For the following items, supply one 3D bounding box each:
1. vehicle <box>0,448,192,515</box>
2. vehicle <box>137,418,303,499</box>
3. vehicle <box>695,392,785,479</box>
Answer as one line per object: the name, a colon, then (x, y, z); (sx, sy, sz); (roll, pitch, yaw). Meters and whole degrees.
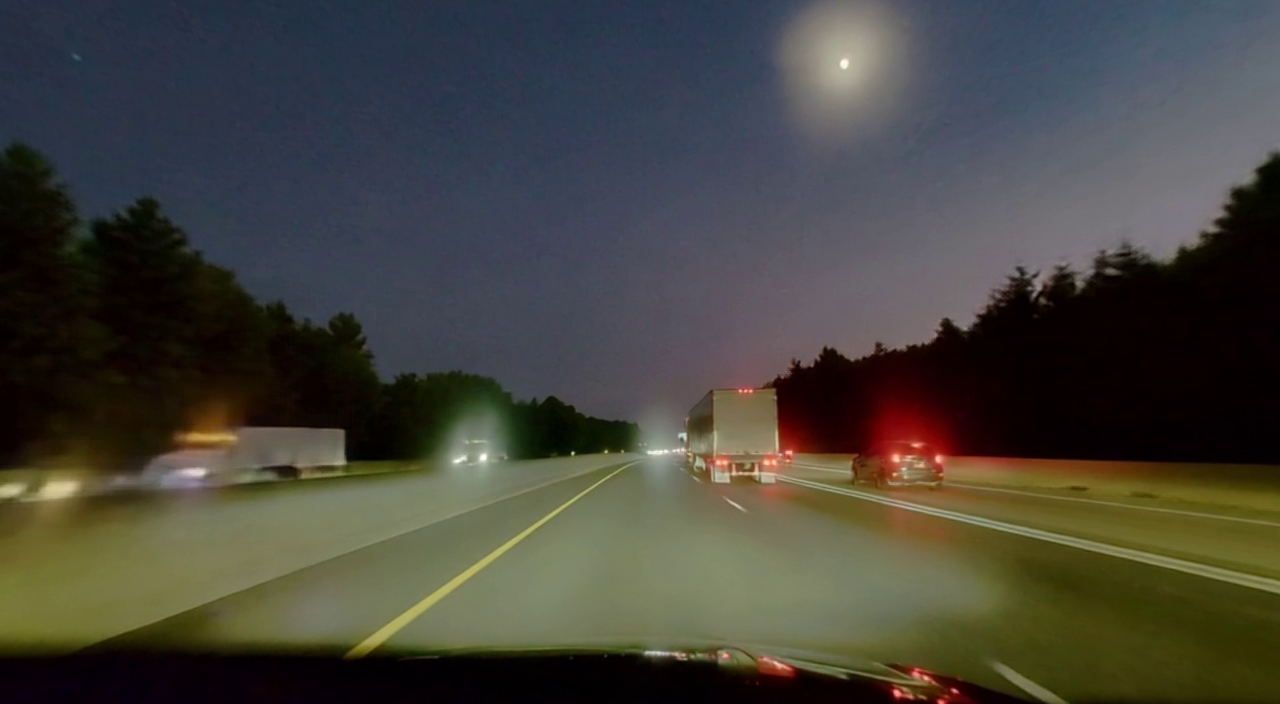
vehicle: (-15.645, 3.626, 18.217); (2.040, 1.659, 4.491); (0, -9, 0)
vehicle: (-15.666, 4.008, 24.061); (2.493, 2.709, 5.288); (0, -9, 1)
vehicle: (5.160, 4.888, 35.864); (2.859, 3.984, 14.045); (0, -9, 0)
